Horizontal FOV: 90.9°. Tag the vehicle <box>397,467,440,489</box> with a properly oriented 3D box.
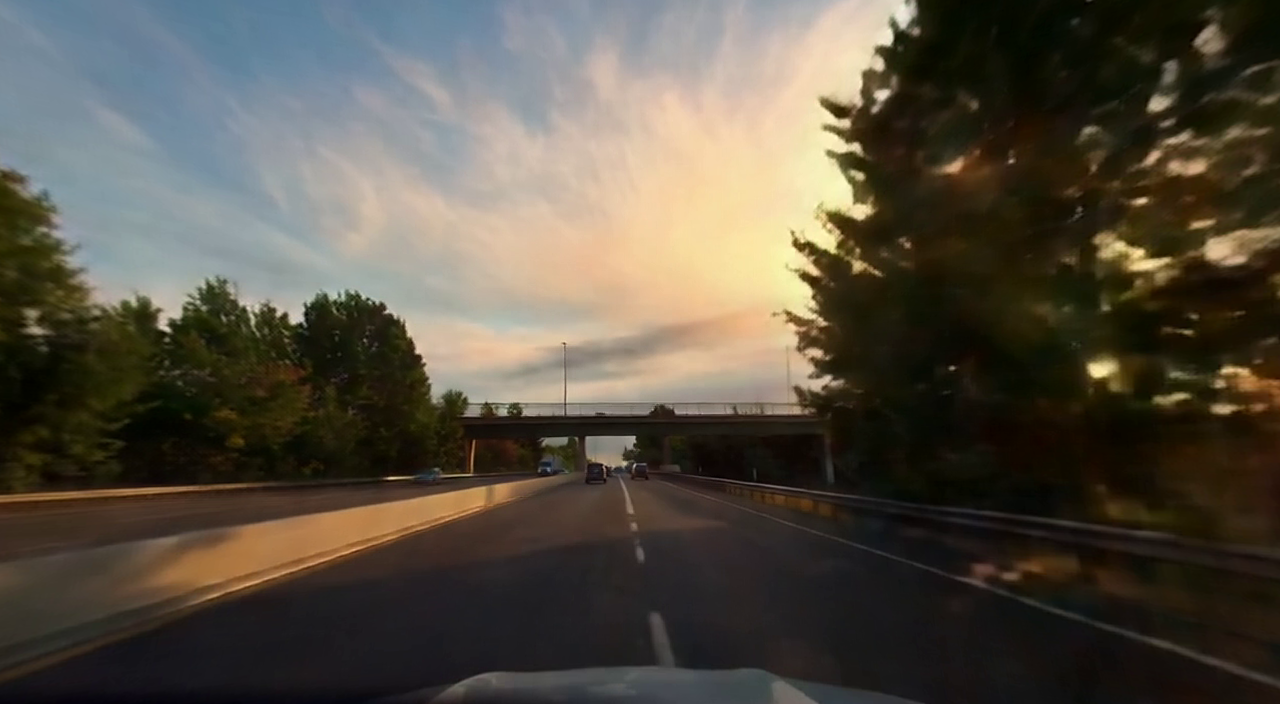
[{"bbox_3d":[-15.722,8.937,44.882,1.708,1.455,4.012,1,-11,-2],"label":"vehicle"}]

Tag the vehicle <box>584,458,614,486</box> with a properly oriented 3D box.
[{"bbox_3d":[-3.110,9.191,48.311,2.162,1.973,4.341,1,-11,-3],"label":"vehicle"}]
